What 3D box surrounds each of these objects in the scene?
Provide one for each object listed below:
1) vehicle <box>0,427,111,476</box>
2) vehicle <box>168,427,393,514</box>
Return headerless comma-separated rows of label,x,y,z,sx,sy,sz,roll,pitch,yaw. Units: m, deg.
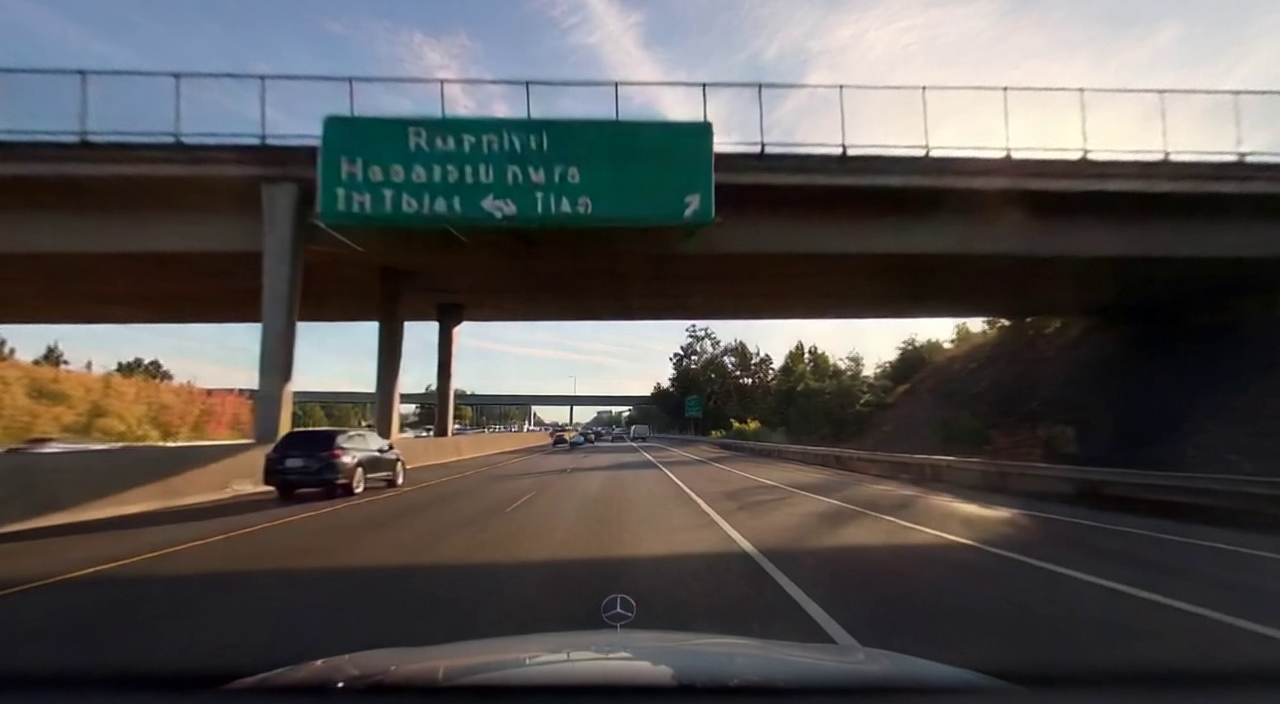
vehicle,-21.960,3.579,22.862,1.840,1.602,4.123,0,-8,-1
vehicle,-7.247,2.389,13.386,2.216,1.522,4.412,0,-8,0
